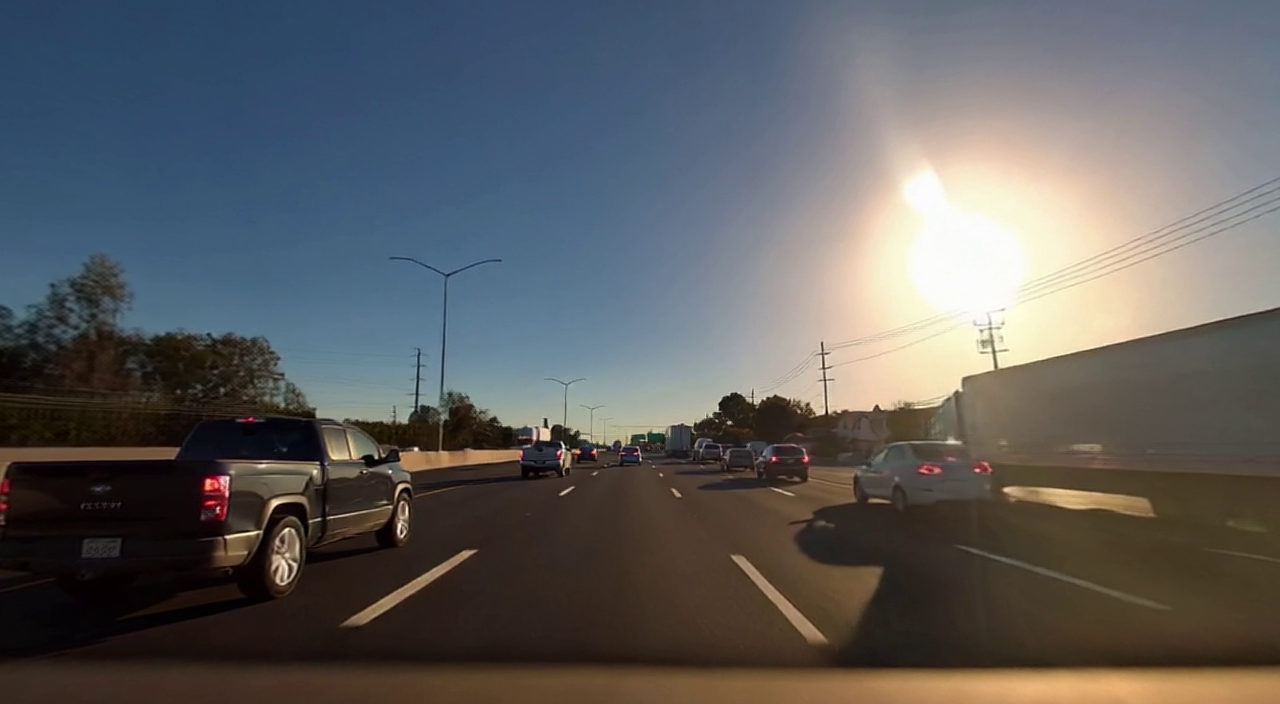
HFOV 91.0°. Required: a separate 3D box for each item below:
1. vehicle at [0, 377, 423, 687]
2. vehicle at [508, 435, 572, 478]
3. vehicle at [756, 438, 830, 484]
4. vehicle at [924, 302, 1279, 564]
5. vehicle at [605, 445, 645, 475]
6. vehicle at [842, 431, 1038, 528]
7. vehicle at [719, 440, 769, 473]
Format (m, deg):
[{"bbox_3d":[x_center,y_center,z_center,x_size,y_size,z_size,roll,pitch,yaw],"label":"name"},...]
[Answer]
[{"bbox_3d":[-3.848,1.317,5.755,2.127,1.705,4.374,0,-9,0],"label":"vehicle"},{"bbox_3d":[-4.578,4.886,29.551,2.147,1.825,4.602,0,-9,1],"label":"vehicle"},{"bbox_3d":[6.127,4.409,25.777,1.977,1.705,4.078,1,-9,0],"label":"vehicle"},{"bbox_3d":[10.129,1.706,12.484,3.442,3.405,11.948,0,-9,0],"label":"vehicle"},{"bbox_3d":[-0.795,5.882,34.504,2.060,1.508,4.308,1,-9,0],"label":"vehicle"},{"bbox_3d":[5.851,2.508,12.970,1.989,1.642,4.082,1,-9,0],"label":"vehicle"},{"bbox_3d":[6.070,6.179,37.360,2.086,1.783,4.868,1,-9,-1],"label":"vehicle"}]
